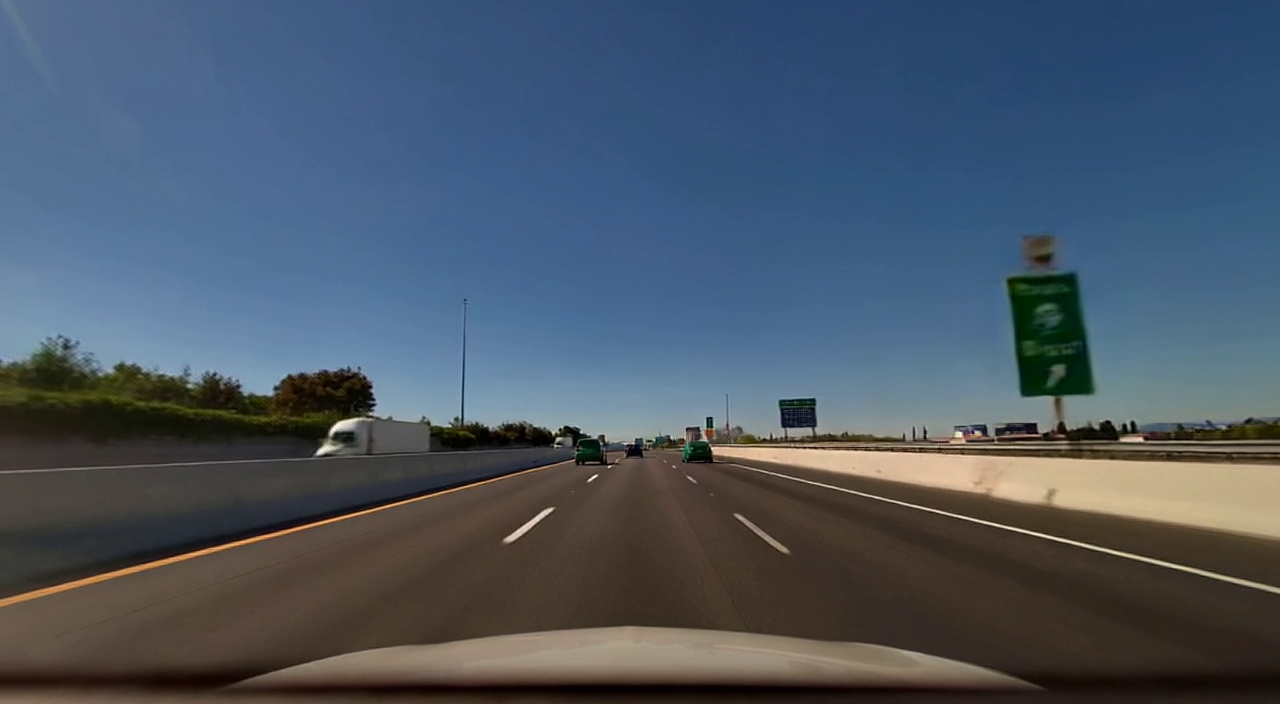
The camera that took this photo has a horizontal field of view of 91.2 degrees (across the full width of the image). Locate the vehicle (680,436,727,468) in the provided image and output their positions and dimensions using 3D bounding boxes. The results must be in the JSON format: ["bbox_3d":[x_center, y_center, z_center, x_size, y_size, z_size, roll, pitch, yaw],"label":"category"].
[{"bbox_3d":[3.504,5.648,35.574,2.202,1.682,4.188,0,-8,0],"label":"vehicle"}]

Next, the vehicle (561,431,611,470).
[{"bbox_3d":[-3.005,5.601,35.946,2.291,2.052,4.887,0,-8,1],"label":"vehicle"}]

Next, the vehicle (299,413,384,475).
[{"bbox_3d":[-21.306,6.618,45.193,2.995,4.089,6.180,0,-8,-1],"label":"vehicle"}]
